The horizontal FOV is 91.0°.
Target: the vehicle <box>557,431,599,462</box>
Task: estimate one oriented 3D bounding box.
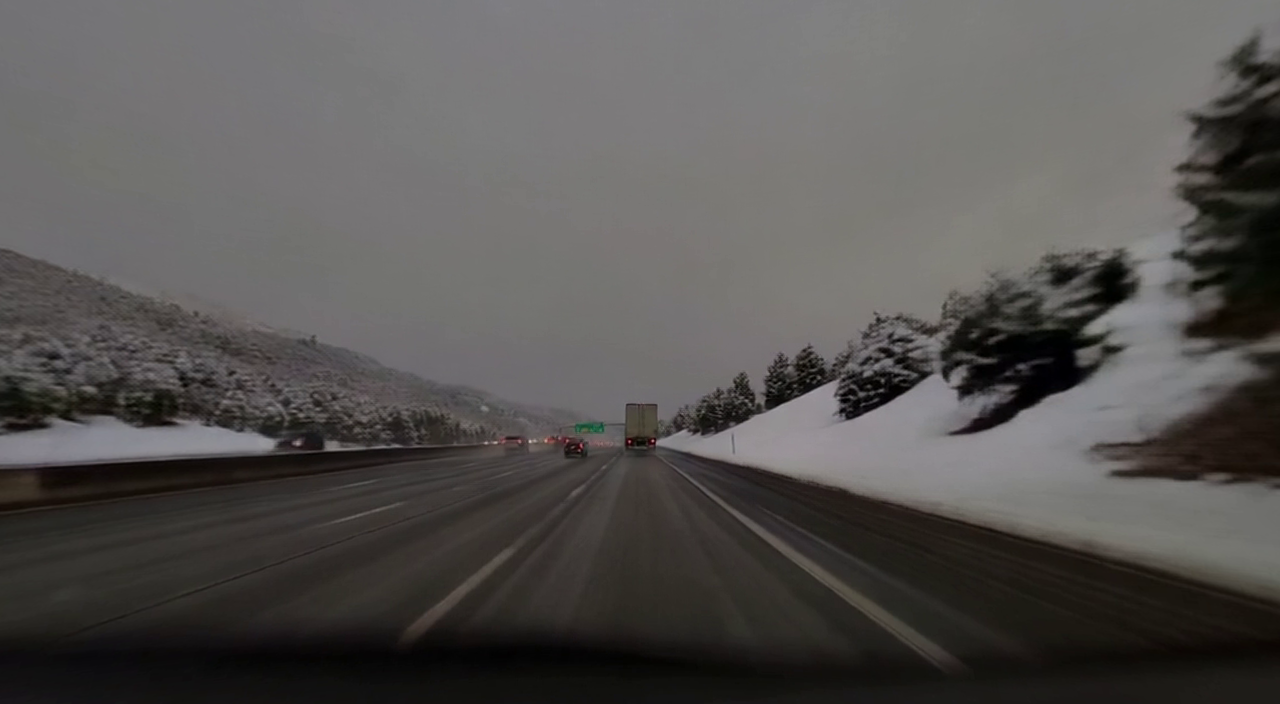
[{"bbox_3d":[-3.669,5.703,38.099,2.053,1.746,4.508,0,-8,1],"label":"vehicle"}]

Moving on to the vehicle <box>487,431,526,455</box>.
[{"bbox_3d":[-10.243,7.026,48.814,1.958,1.758,4.684,0,-8,1],"label":"vehicle"}]

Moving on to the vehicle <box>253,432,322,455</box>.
[{"bbox_3d":[-24.974,6.536,44.832,2.242,1.542,4.585,0,-8,1],"label":"vehicle"}]
